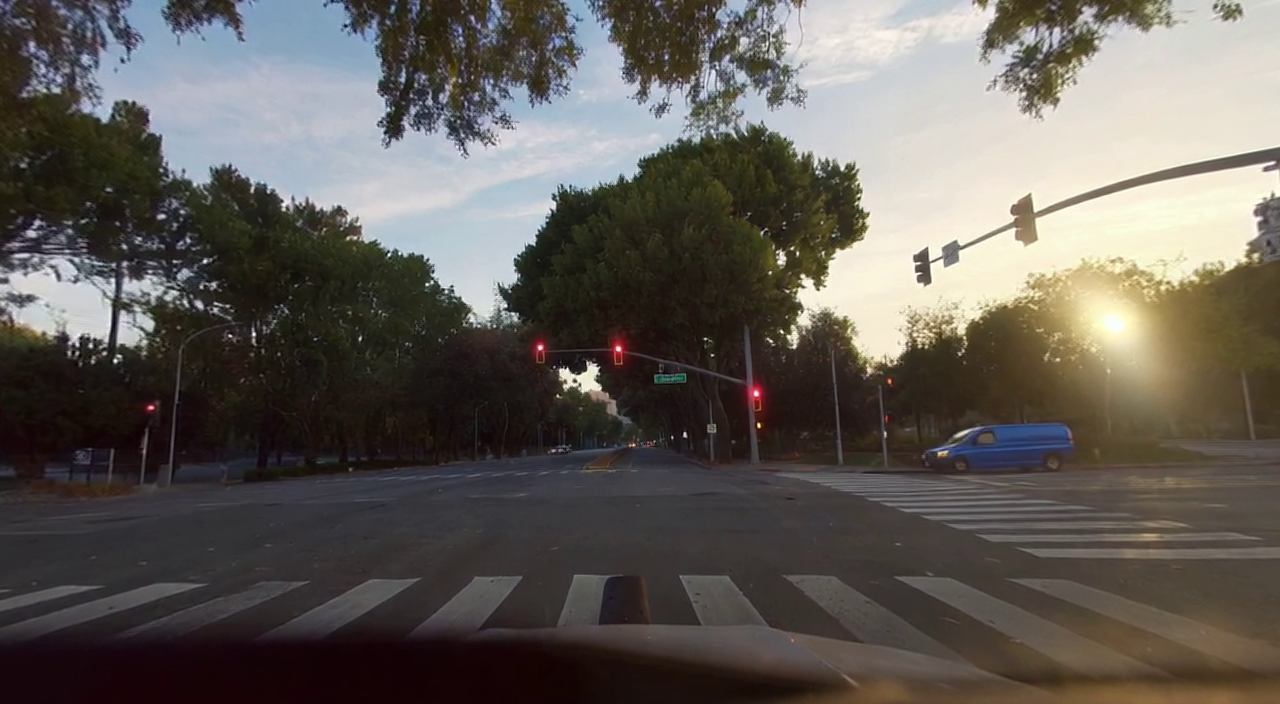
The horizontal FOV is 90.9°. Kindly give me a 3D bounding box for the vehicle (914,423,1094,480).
[{"bbox_3d":[12.097,3.320,21.190,4.790,1.798,1.909,0,-8,1],"label":"vehicle"}]
